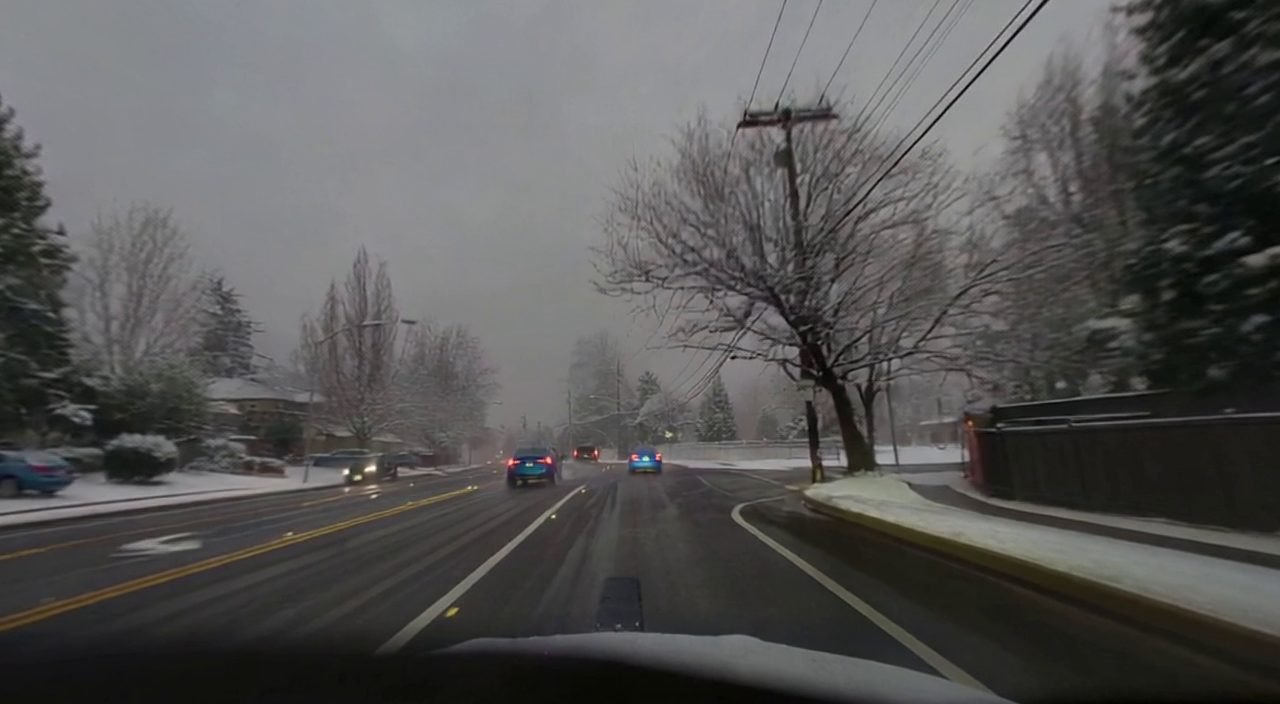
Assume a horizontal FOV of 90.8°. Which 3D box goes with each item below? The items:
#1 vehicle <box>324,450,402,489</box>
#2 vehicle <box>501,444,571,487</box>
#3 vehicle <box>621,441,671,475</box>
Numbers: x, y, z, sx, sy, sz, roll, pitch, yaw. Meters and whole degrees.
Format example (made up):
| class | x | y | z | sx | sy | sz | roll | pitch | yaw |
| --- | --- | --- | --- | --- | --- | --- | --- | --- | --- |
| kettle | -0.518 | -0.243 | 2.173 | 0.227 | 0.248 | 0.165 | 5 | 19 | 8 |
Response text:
| class | x | y | z | sx | sy | sz | roll | pitch | yaw |
| --- | --- | --- | --- | --- | --- | --- | --- | --- | --- |
| vehicle | -14.352 | 6.080 | 33.094 | 2.083 | 1.817 | 4.532 | 0 | -8 | -1 |
| vehicle | -3.732 | 4.156 | 23.486 | 1.913 | 1.425 | 4.235 | 0 | -8 | -1 |
| vehicle | 0.199 | 4.986 | 29.973 | 2.168 | 1.504 | 4.284 | 0 | -8 | -2 |
